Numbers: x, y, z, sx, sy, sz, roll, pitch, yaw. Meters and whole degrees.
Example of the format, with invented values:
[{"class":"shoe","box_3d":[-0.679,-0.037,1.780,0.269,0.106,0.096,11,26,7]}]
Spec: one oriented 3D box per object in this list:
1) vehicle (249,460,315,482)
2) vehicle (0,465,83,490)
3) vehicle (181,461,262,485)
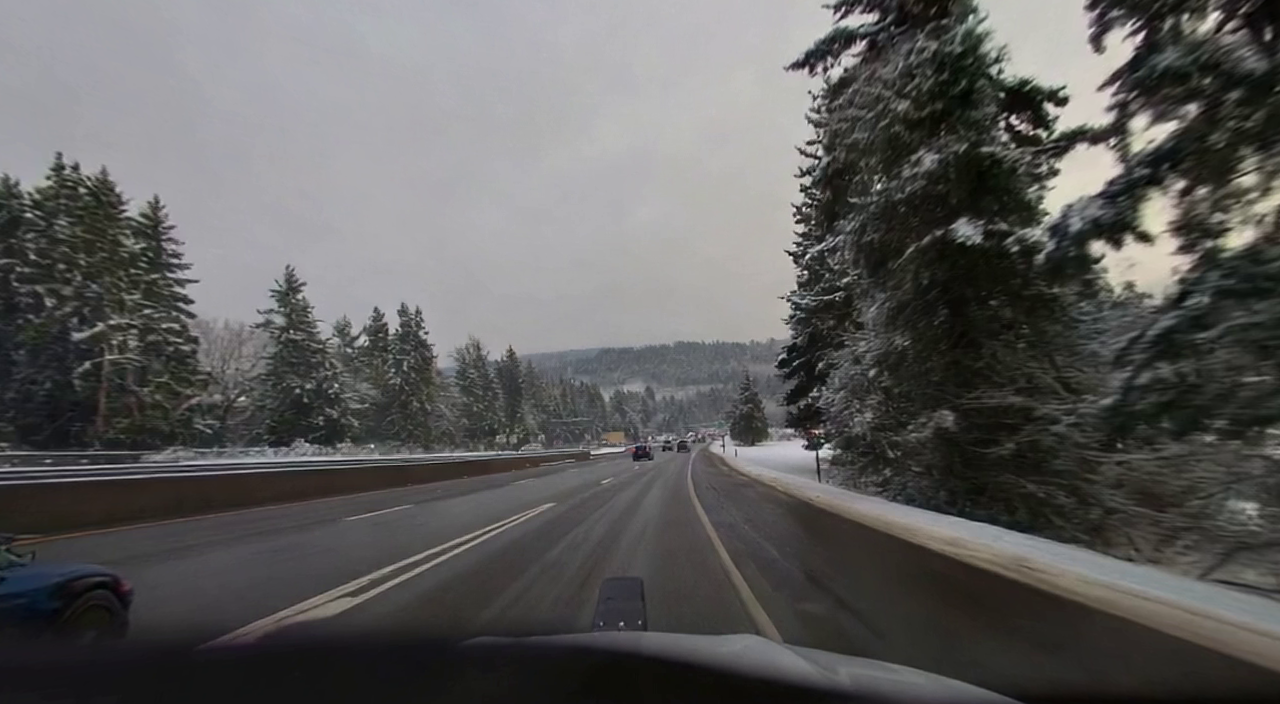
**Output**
[{"class":"vehicle","box_3d":[-25.349,8.425,44.817,1.883,1.426,3.958,-2,-8,11]},{"class":"vehicle","box_3d":[-40.730,8.481,42.948,1.709,1.468,3.901,-2,-8,10]},{"class":"vehicle","box_3d":[-29.030,8.364,43.931,1.964,1.444,4.565,-2,-8,11]}]
